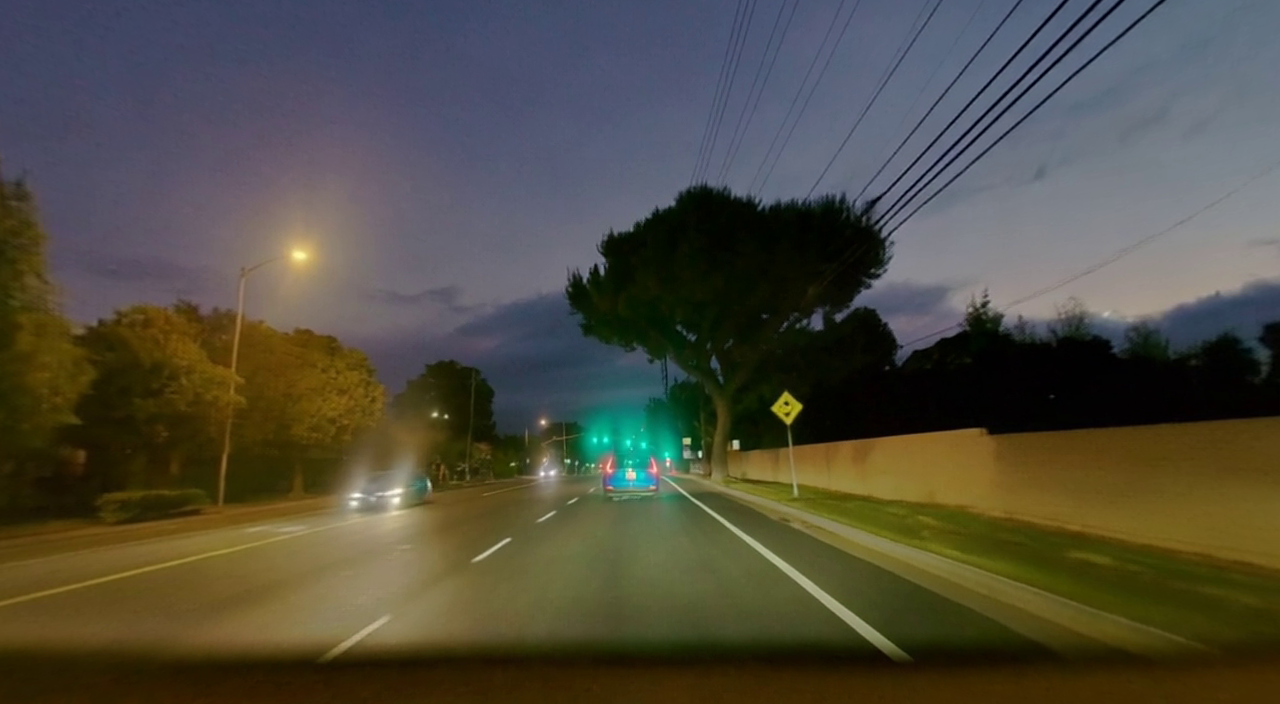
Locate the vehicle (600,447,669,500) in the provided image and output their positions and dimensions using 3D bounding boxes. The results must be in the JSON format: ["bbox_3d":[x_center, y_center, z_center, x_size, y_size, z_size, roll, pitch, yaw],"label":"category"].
[{"bbox_3d":[-0.196,4.196,22.287,2.200,1.653,4.127,0,-8,-1],"label":"vehicle"}]

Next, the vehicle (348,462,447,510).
[{"bbox_3d":[-9.207,5.109,24.442,1.960,1.490,4.674,0,-8,1],"label":"vehicle"}]
